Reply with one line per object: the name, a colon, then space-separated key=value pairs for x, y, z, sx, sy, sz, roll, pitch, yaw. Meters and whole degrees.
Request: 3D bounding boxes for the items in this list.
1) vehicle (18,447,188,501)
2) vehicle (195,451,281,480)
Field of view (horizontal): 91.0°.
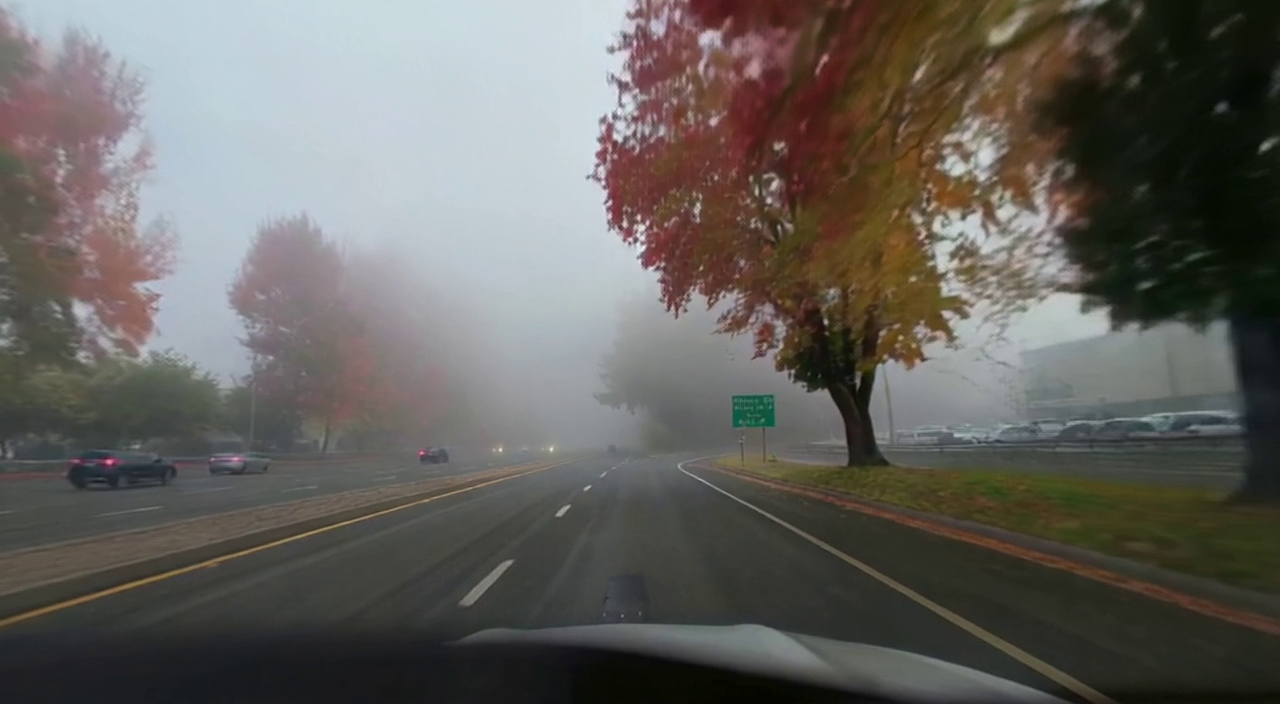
vehicle: x=-18.817 y=4.238 z=22.426 sx=2.086 sy=1.706 sz=4.412 roll=0 pitch=-9 yaw=1
vehicle: x=-22.891 y=6.478 z=36.098 sx=1.903 sy=1.510 sz=4.569 roll=0 pitch=-9 yaw=0
